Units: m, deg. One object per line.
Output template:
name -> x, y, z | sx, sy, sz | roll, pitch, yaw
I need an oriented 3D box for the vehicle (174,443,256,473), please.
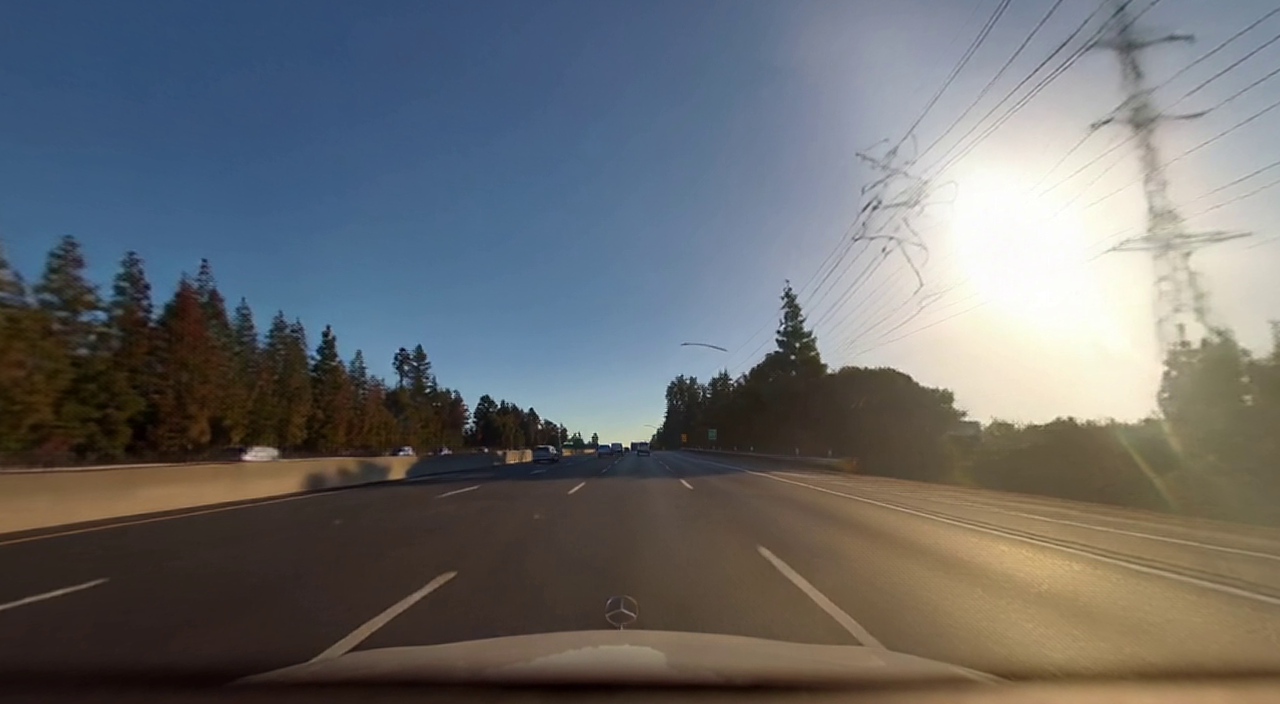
vehicle -> -26.179, 6.549, 38.987 | 1.962, 1.701, 4.482 | 0, -9, 0

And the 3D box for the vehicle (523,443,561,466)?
vehicle -> -7.104, 7.487, 46.068 | 2.034, 1.563, 4.476 | 0, -9, 1
